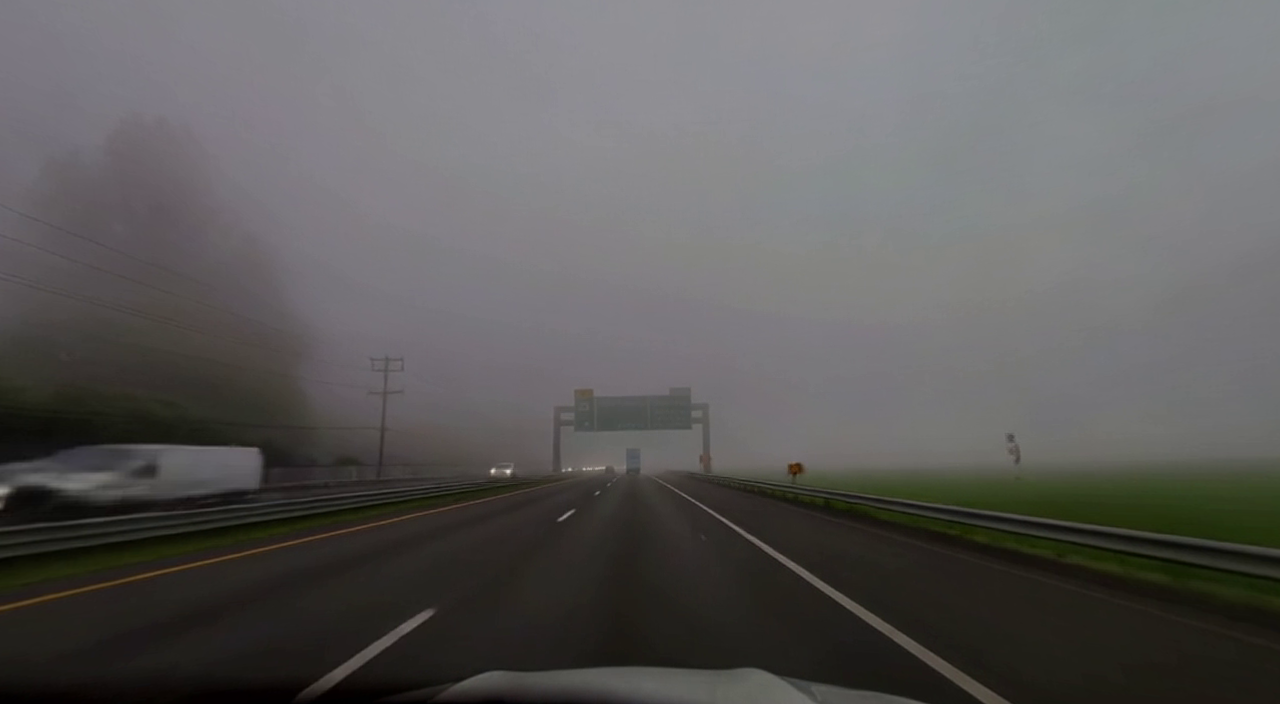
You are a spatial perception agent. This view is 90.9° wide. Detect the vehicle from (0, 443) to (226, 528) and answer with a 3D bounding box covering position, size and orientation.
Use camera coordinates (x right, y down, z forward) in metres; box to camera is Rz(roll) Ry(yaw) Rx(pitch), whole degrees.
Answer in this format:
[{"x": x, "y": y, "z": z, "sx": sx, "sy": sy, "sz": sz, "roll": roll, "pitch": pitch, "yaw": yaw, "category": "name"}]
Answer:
[{"x": -12.270, "y": 3.048, "z": 14.734, "sx": 2.033, "sy": 1.649, "sz": 4.579, "roll": 1, "pitch": -10, "yaw": 0, "category": "vehicle"}]
